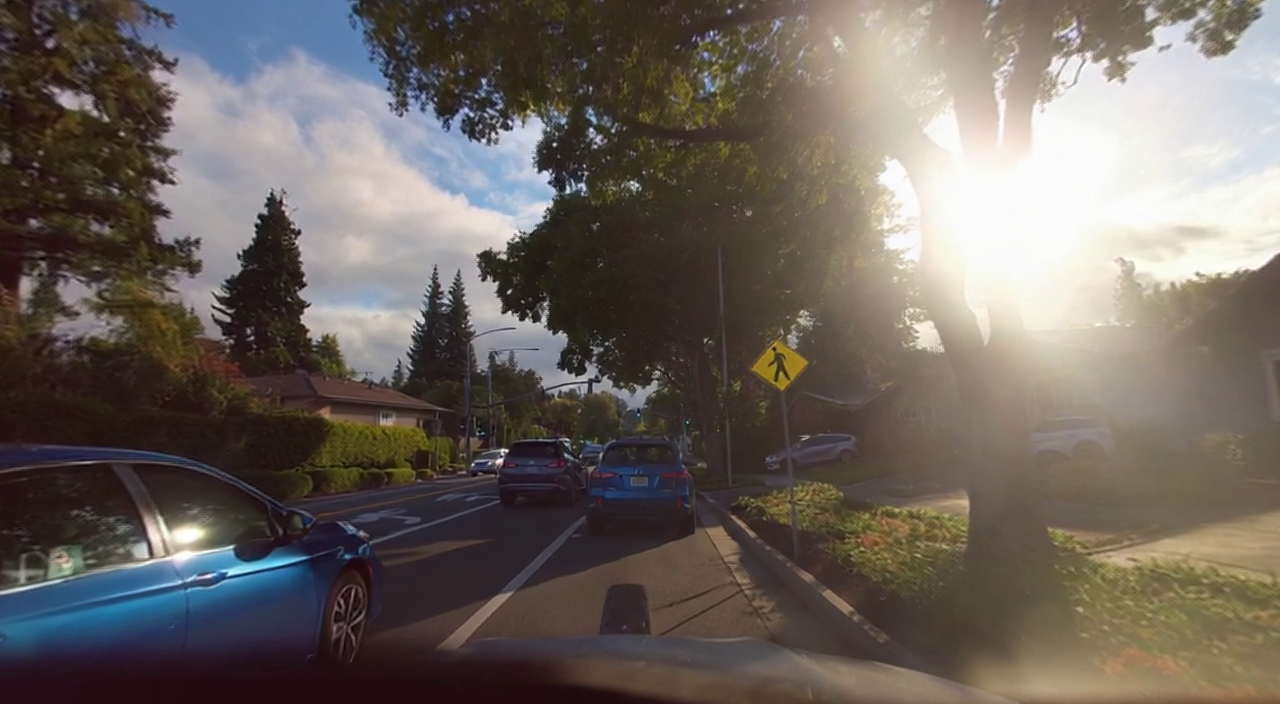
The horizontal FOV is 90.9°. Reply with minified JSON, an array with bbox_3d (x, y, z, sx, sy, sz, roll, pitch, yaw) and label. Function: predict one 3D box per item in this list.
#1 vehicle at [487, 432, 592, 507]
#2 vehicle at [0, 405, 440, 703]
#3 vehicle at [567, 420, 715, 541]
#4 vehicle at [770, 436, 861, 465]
[{"bbox_3d":[-2.532,3.089,16.961,2.000,1.737,4.133,-1,-9,2],"label":"vehicle"},{"bbox_3d":[-2.861,1.126,3.328,1.968,1.472,4.685,0,-9,1],"label":"vehicle"},{"bbox_3d":[0.071,2.154,11.068,2.120,1.718,3.909,-1,-9,2],"label":"vehicle"},{"bbox_3d":[9.515,5.376,34.442,4.456,1.504,1.914,-1,-9,3],"label":"vehicle"}]
